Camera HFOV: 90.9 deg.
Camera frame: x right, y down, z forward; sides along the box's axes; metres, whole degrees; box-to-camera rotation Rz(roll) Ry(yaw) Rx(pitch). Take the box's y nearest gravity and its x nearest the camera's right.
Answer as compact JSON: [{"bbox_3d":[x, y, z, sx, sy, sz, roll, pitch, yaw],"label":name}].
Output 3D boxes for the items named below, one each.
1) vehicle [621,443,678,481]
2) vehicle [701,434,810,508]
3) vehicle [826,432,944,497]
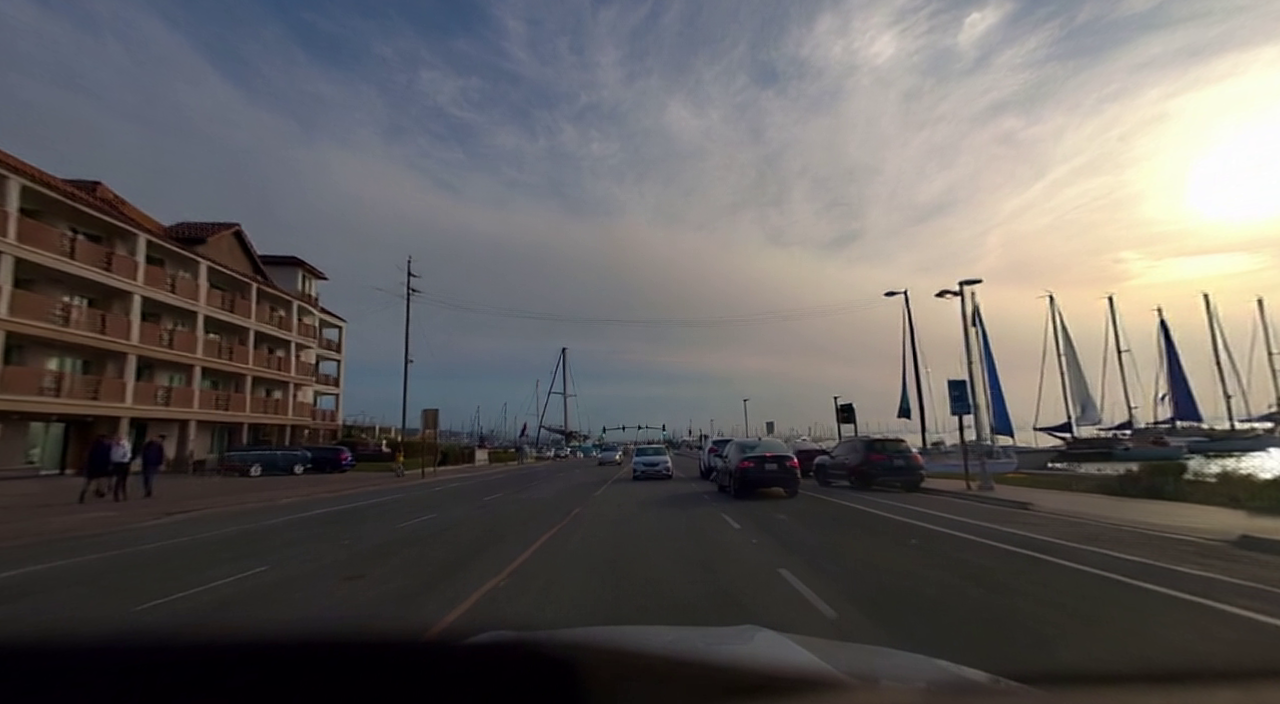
[{"bbox_3d":[0.415,4.674,27.061,2.284,1.496,3.949,-1,-9,1],"label":"vehicle"},{"bbox_3d":[2.784,2.985,16.215,2.047,1.640,4.051,0,-9,0],"label":"vehicle"},{"bbox_3d":[7.809,3.631,20.655,1.969,1.852,4.514,0,-9,-1],"label":"vehicle"}]
